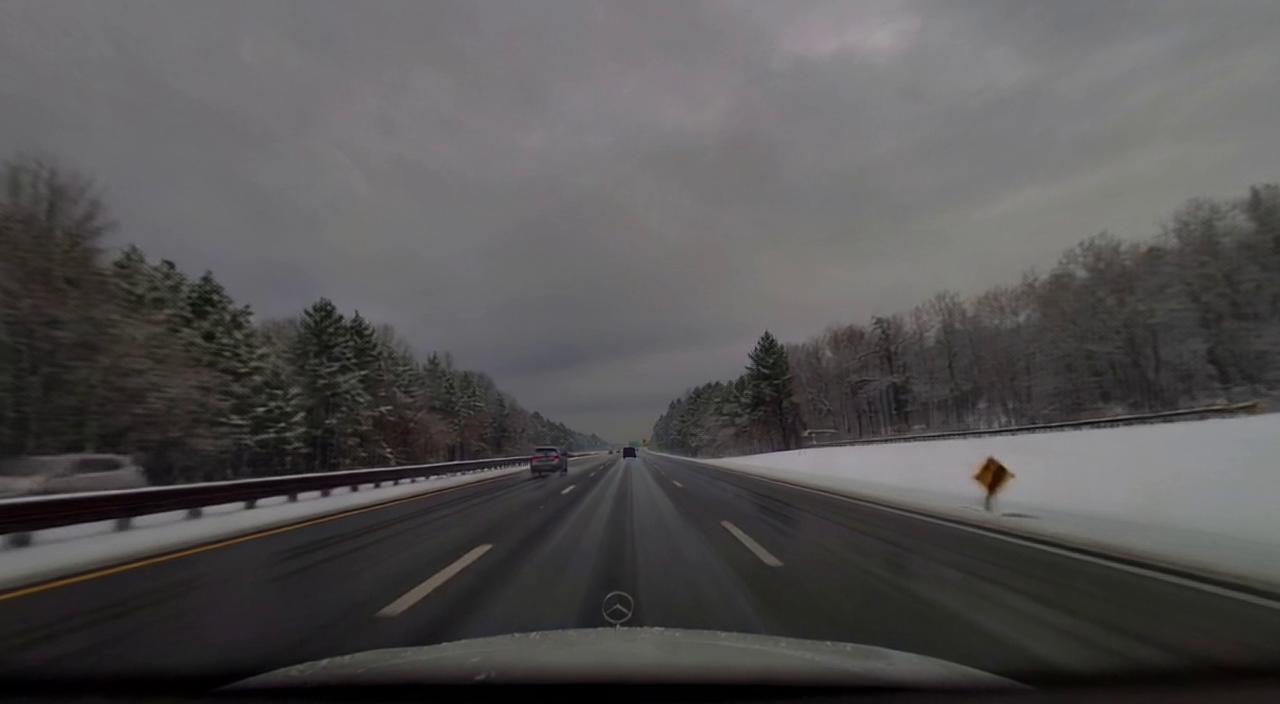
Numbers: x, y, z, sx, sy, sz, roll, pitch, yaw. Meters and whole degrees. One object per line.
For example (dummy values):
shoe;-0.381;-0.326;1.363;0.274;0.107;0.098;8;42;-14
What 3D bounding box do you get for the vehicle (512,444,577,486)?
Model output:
vehicle;-3.726;4.472;25.196;1.970;1.492;3.944;0;-9;0
